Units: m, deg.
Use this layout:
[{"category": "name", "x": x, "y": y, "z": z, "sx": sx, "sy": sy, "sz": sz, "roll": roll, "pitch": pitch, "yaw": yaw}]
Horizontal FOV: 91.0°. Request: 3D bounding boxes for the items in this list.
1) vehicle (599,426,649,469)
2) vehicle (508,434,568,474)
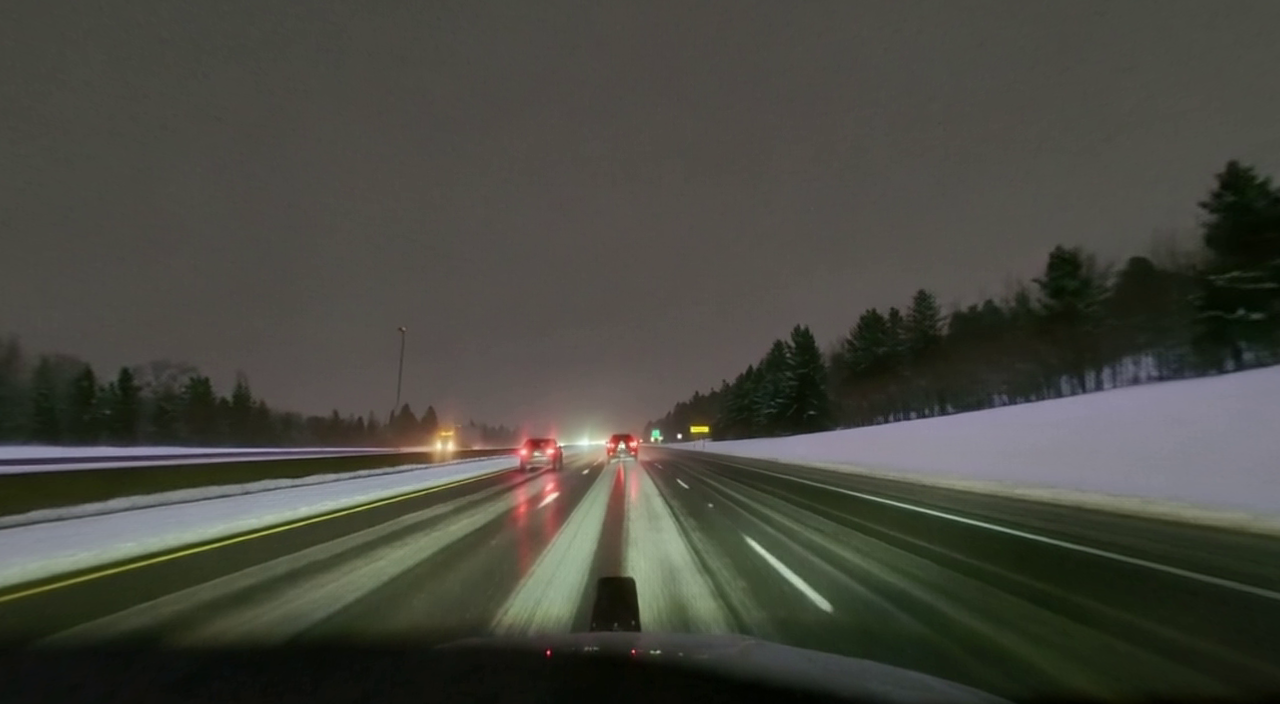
[{"category": "vehicle", "x": -0.805, "y": 4.805, "z": 31.812, "sx": 2.382, "sy": 1.973, "sz": 4.439, "roll": 0, "pitch": -8, "yaw": -1}, {"category": "vehicle", "x": -4.430, "y": 4.512, "z": 28.002, "sx": 2.039, "sy": 1.602, "sz": 4.317, "roll": 0, "pitch": -8, "yaw": -1}]
